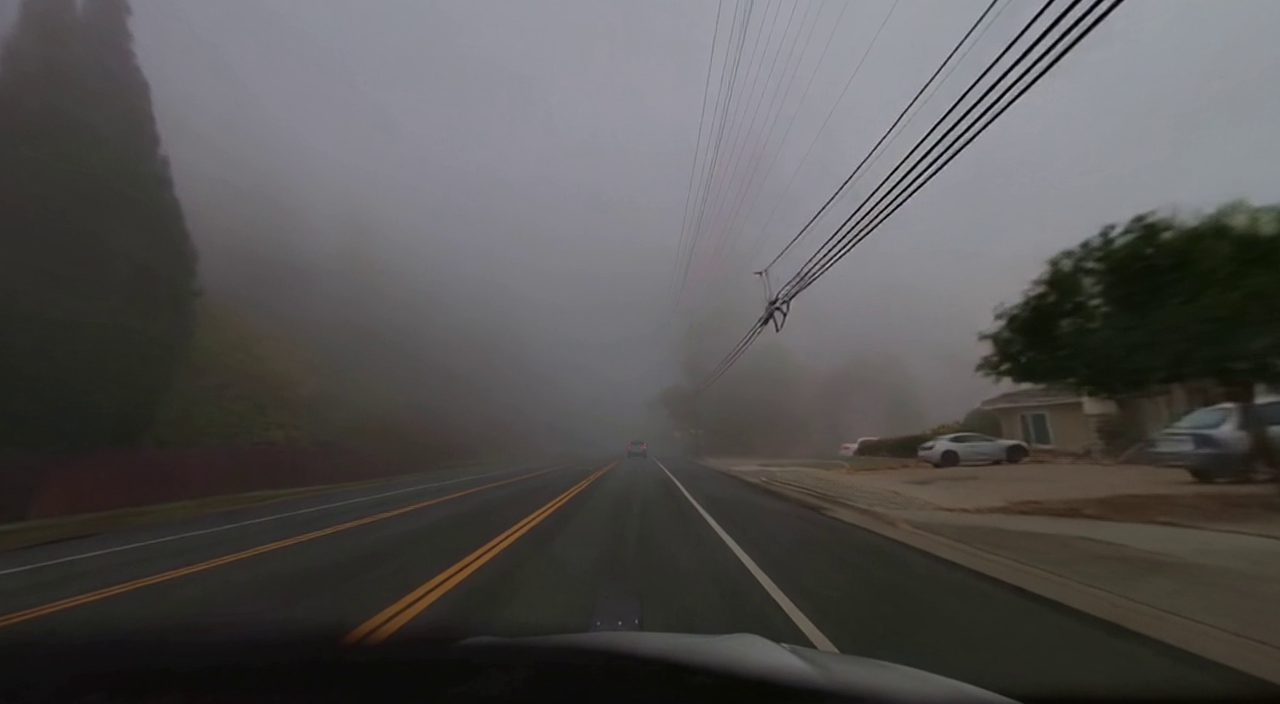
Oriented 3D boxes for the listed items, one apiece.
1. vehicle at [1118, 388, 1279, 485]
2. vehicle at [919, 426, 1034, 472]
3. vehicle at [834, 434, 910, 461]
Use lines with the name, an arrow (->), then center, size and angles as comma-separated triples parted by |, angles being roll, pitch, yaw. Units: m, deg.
vehicle -> 14.001, 1.860, 13.761 | 5.242, 1.951, 2.066 | 0, -8, 2
vehicle -> 12.277, 3.579, 23.365 | 1.846, 1.523, 4.492 | 0, -8, 1
vehicle -> 14.301, 5.909, 38.899 | 3.855, 1.548, 1.937 | 0, -8, -6
